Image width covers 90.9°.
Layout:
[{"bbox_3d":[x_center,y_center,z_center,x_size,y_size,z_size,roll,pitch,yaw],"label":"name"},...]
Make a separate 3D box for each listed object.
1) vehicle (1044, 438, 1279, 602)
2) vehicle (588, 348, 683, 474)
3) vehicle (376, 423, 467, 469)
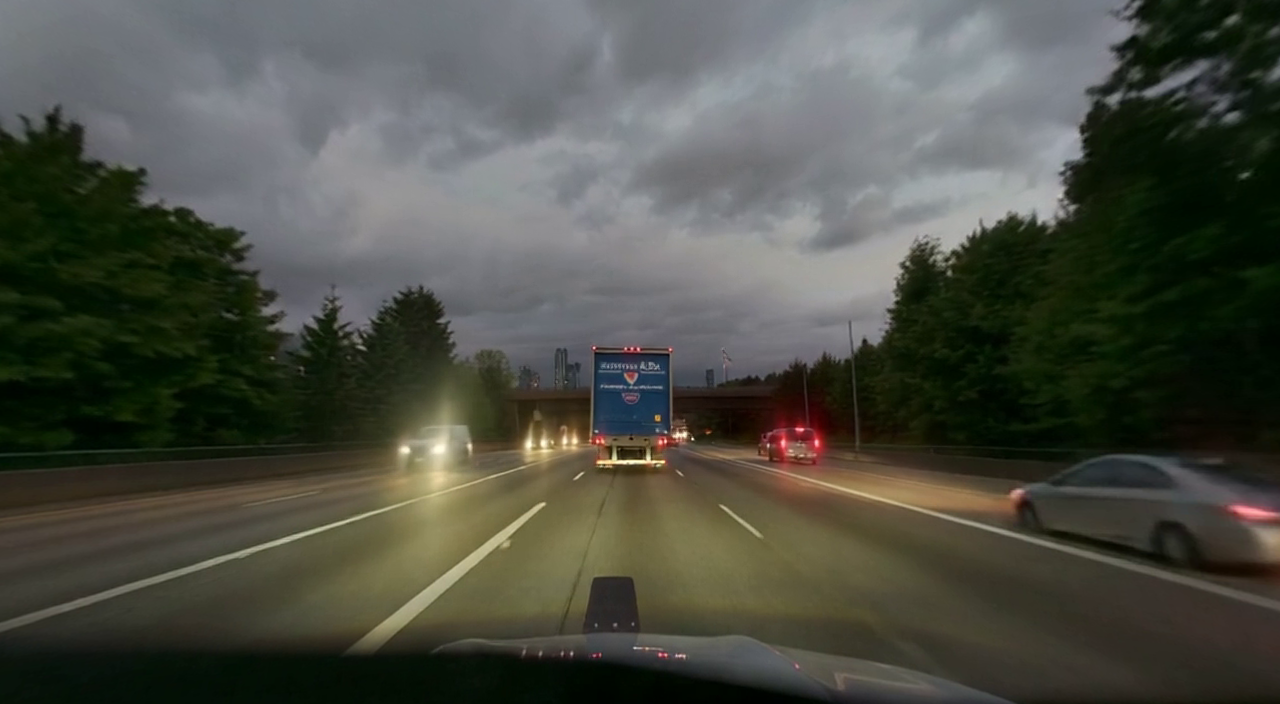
[{"bbox_3d":[7.714,2.039,8.210,2.050,1.637,4.397,3,-7,1],"label":"vehicle"},{"bbox_3d":[-0.393,2.452,24.443,2.895,3.861,10.213,0,-8,-3],"label":"vehicle"},{"bbox_3d":[-8.437,3.671,24.751,2.081,1.613,4.273,0,-8,0],"label":"vehicle"}]
